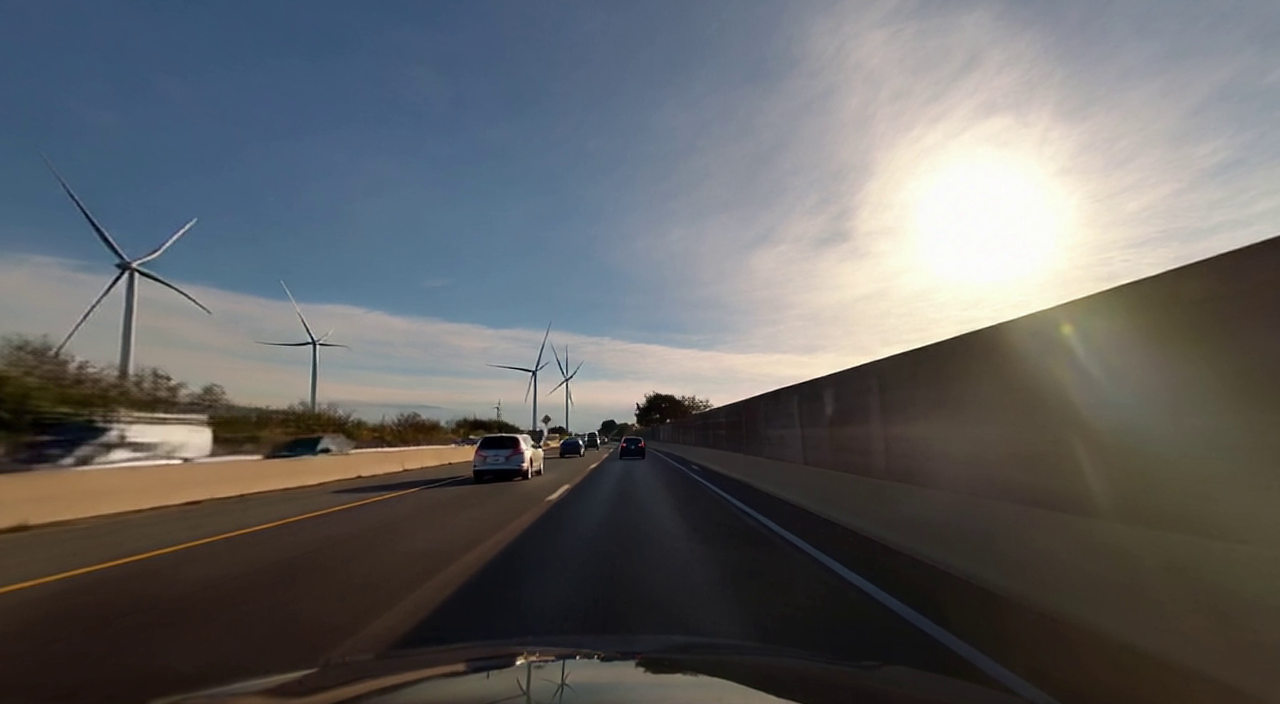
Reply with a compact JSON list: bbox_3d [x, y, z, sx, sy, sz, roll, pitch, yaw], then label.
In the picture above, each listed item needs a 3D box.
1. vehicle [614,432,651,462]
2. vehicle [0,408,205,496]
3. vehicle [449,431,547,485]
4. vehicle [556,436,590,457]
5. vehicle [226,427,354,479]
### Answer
[{"bbox_3d":[-0.446,5.375,35.825,2.027,1.550,3.607,0,-8,-2],"label":"vehicle"},{"bbox_3d":[-17.865,3.290,21.202,2.522,2.584,5.381,0,-8,0],"label":"vehicle"},{"bbox_3d":[-4.260,3.243,19.765,1.998,1.468,4.635,0,-8,0],"label":"vehicle"},{"bbox_3d":[-4.644,6.609,44.195,2.059,1.436,3.802,0,-8,-1],"label":"vehicle"},{"bbox_3d":[-14.092,4.093,25.845,2.334,1.897,5.142,0,-8,-1],"label":"vehicle"}]
